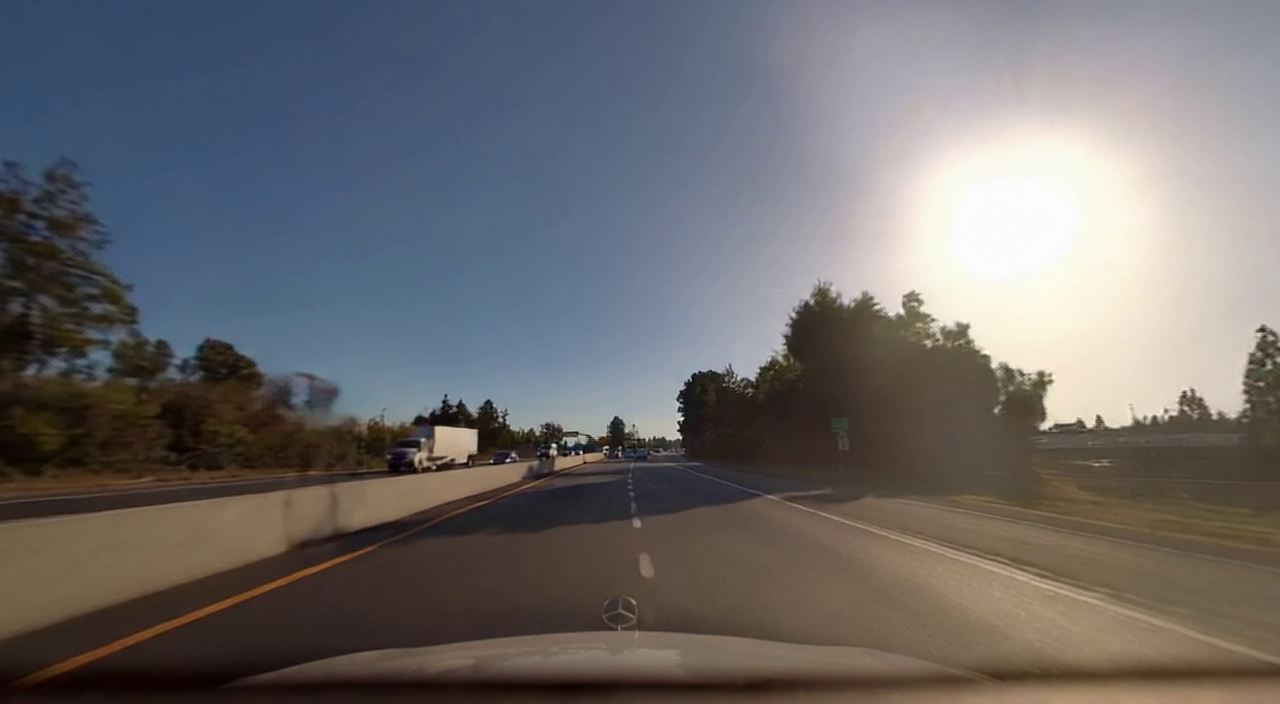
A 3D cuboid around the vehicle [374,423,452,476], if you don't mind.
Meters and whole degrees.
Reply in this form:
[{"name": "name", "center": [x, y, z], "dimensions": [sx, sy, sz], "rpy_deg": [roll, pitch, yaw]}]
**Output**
[{"name": "vehicle", "center": [-15.604, 6.796, 43.719], "dimensions": [2.732, 3.283, 7.013], "rpy_deg": [-1, -9, 0]}]
